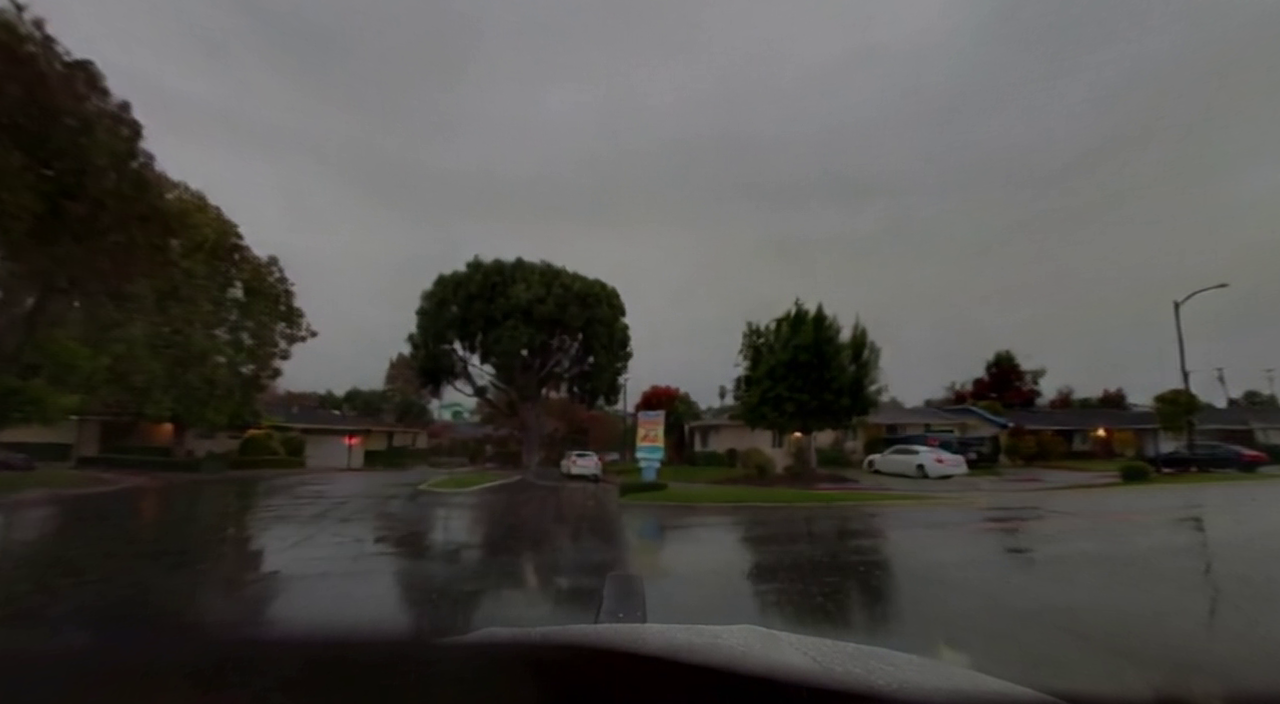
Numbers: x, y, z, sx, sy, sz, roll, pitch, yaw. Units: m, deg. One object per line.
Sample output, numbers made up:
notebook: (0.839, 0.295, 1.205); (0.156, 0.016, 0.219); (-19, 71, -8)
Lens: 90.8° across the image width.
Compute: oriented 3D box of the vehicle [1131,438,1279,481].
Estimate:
vehicle: (22.661, 4.239, 25.112); (4.750, 1.559, 1.928); (-6, -11, 35)

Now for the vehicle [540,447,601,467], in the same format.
vehicle: (-5.403, 8.193, 49.395); (4.585, 1.457, 1.899); (1, -9, -6)
